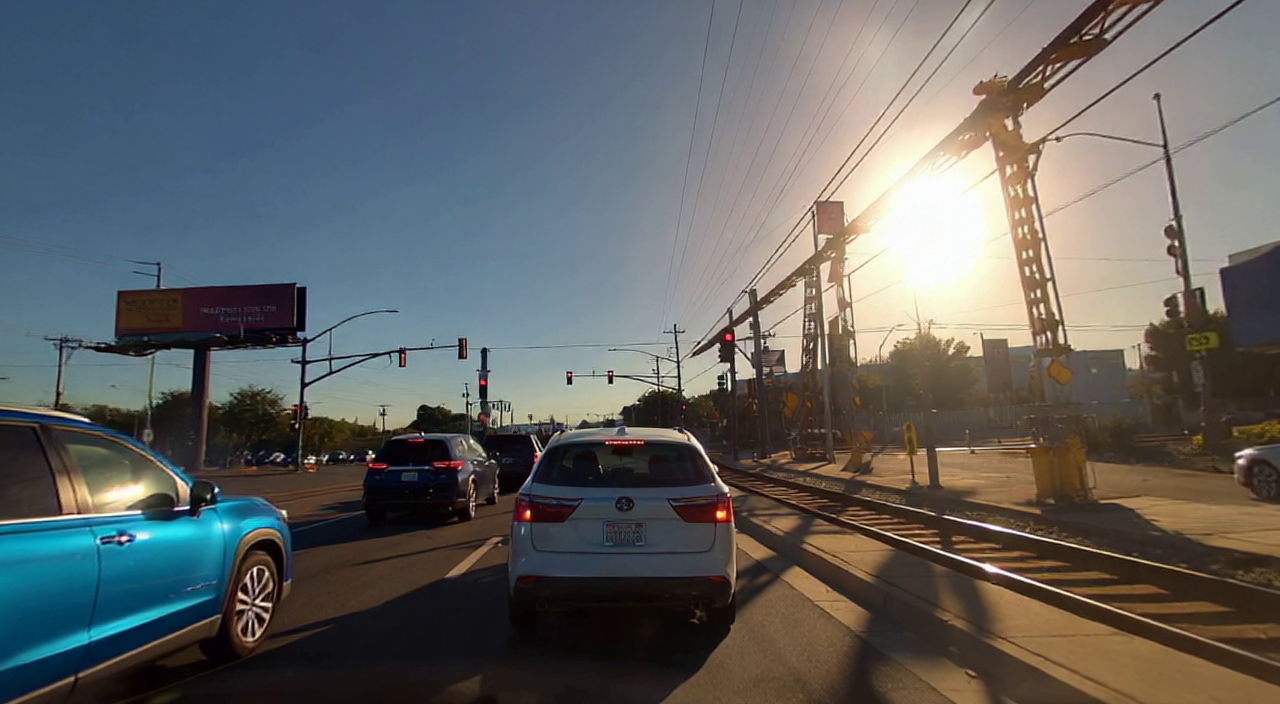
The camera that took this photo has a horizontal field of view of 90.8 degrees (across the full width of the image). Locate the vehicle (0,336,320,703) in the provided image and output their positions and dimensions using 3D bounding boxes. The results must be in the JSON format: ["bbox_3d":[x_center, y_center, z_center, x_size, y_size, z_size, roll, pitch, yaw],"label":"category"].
[{"bbox_3d":[-3.926,0.877,3.056,2.052,1.814,5.184,0,-9,-1],"label":"vehicle"}]

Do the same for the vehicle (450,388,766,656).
[{"bbox_3d":[-0.203,1.375,5.985,2.025,1.723,3.644,0,-9,0],"label":"vehicle"}]

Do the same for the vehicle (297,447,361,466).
[{"bbox_3d":[-24.186,8.093,49.076,4.357,1.444,1.842,-3,-9,19],"label":"vehicle"}]

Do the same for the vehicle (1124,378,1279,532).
[{"bbox_3d":[9.610,1.317,8.194,5.060,1.702,2.033,1,-9,-4],"label":"vehicle"}]

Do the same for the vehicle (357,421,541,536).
[{"bbox_3d":[-3.151,2.185,11.506,1.988,1.678,4.317,0,-9,0],"label":"vehicle"}]
